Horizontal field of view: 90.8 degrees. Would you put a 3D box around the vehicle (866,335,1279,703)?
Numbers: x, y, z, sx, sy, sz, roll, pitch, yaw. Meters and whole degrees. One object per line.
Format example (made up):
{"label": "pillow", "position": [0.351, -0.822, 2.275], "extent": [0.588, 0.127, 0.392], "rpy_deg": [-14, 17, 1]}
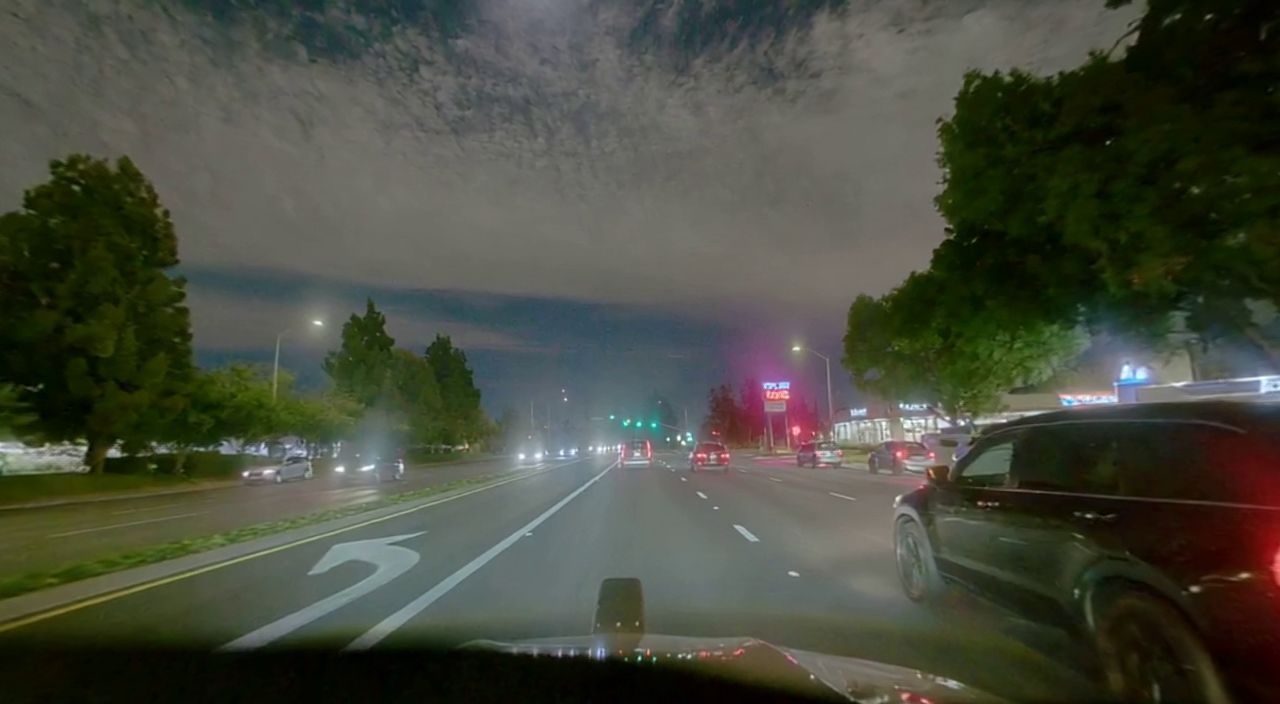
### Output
{"label": "vehicle", "position": [3.102, 0.979, 3.491], "extent": [2.022, 1.643, 4.326], "rpy_deg": [0, -8, -1]}

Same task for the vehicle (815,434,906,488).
{"label": "vehicle", "position": [7.719, 3.833, 22.661], "extent": [2.444, 1.700, 4.771], "rpy_deg": [-2, -9, 12]}

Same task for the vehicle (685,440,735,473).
{"label": "vehicle", "position": [3.352, 5.119, 31.140], "extent": [1.889, 1.473, 4.303], "rpy_deg": [0, -8, -1]}

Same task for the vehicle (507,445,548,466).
{"label": "vehicle", "position": [-8.205, 7.583, 46.500], "extent": [2.062, 1.499, 4.528], "rpy_deg": [0, -8, 1]}

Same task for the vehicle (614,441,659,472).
{"label": "vehicle", "position": [-0.190, 5.278, 32.044], "extent": [2.135, 1.468, 4.076], "rpy_deg": [0, -8, 0]}

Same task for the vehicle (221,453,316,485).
{"label": "vehicle", "position": [-20.086, 6.332, 34.511], "extent": [2.201, 1.561, 5.095], "rpy_deg": [0, -8, -1]}
